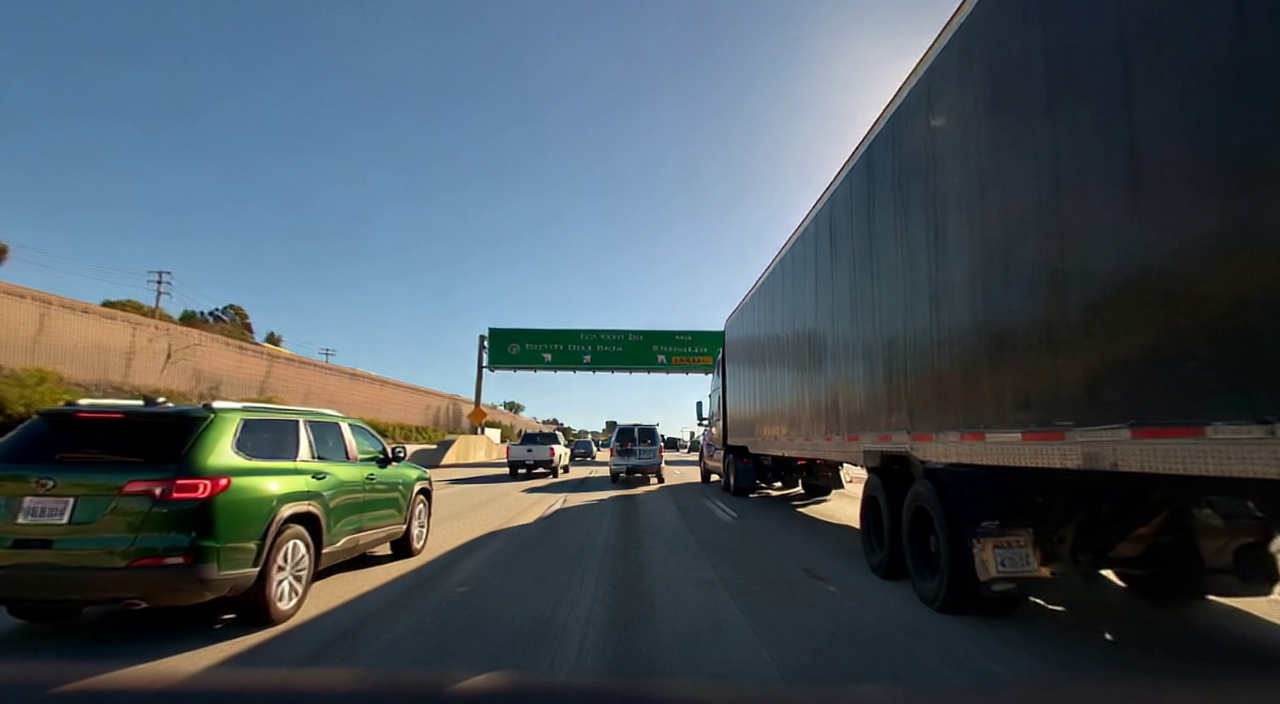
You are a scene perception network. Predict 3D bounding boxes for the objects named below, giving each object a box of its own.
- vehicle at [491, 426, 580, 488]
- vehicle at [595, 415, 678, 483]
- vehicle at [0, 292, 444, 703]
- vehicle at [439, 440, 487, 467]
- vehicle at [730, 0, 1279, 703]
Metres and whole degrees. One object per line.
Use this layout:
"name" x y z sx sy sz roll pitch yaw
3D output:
"vehicle" -3.310 3.463 21.013 2.120 1.812 4.659 0 -8 1
"vehicle" -0.123 3.600 23.589 2.704 2.216 5.804 0 -8 0
"vehicle" -3.274 1.042 4.414 2.193 1.803 4.958 0 -8 0
"vehicle" -11.345 6.527 40.619 1.888 1.600 4.345 0 -9 -1
"vehicle" 3.607 0.192 6.739 2.852 4.121 16.210 0 -8 0
